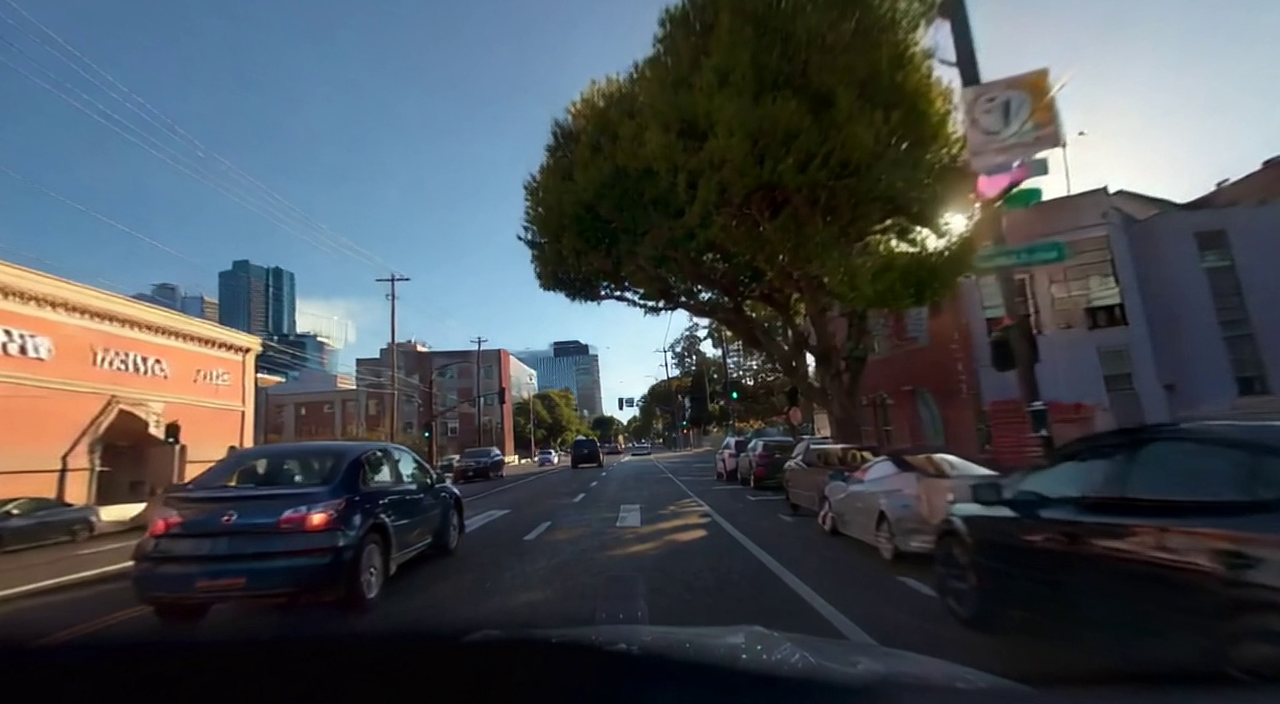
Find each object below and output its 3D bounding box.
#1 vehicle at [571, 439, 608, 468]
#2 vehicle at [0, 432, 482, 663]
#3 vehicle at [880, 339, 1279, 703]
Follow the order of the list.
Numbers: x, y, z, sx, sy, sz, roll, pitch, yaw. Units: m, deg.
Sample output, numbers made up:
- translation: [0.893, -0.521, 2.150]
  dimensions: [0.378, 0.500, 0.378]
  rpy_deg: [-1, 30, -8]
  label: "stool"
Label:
- translation: [-3.563, 7.320, 45.655]
  dimensions: [2.293, 1.936, 4.737]
  rpy_deg: [0, -8, 0]
  label: "vehicle"
- translation: [-3.333, 1.678, 6.698]
  dimensions: [2.089, 1.547, 4.635]
  rpy_deg: [0, -8, 0]
  label: "vehicle"
- translation: [3.306, 0.991, 3.500]
  dimensions: [2.206, 1.664, 4.578]
  rpy_deg: [0, -8, 1]
  label: "vehicle"
